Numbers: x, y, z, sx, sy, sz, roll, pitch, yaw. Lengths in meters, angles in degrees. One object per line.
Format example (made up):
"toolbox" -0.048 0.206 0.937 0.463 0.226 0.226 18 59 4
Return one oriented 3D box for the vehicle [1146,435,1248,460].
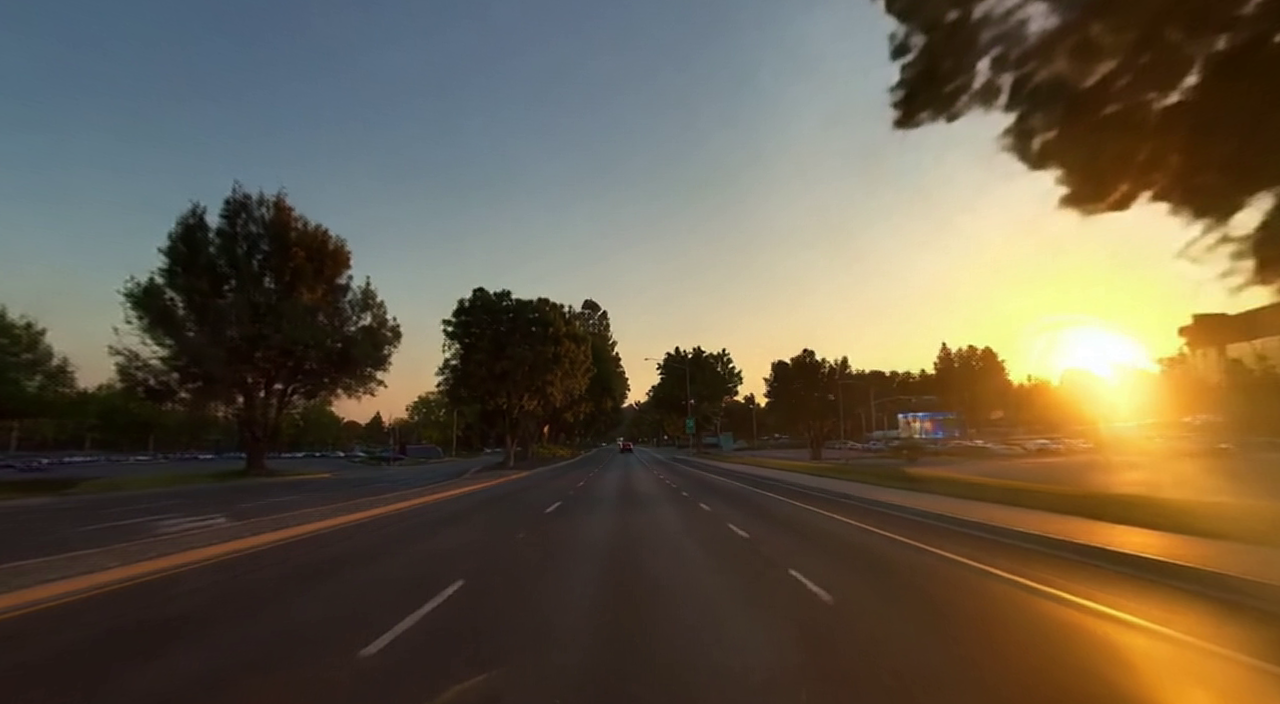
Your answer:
"vehicle" 32.926 5.650 37.440 4.210 1.450 1.885 0 -8 1
